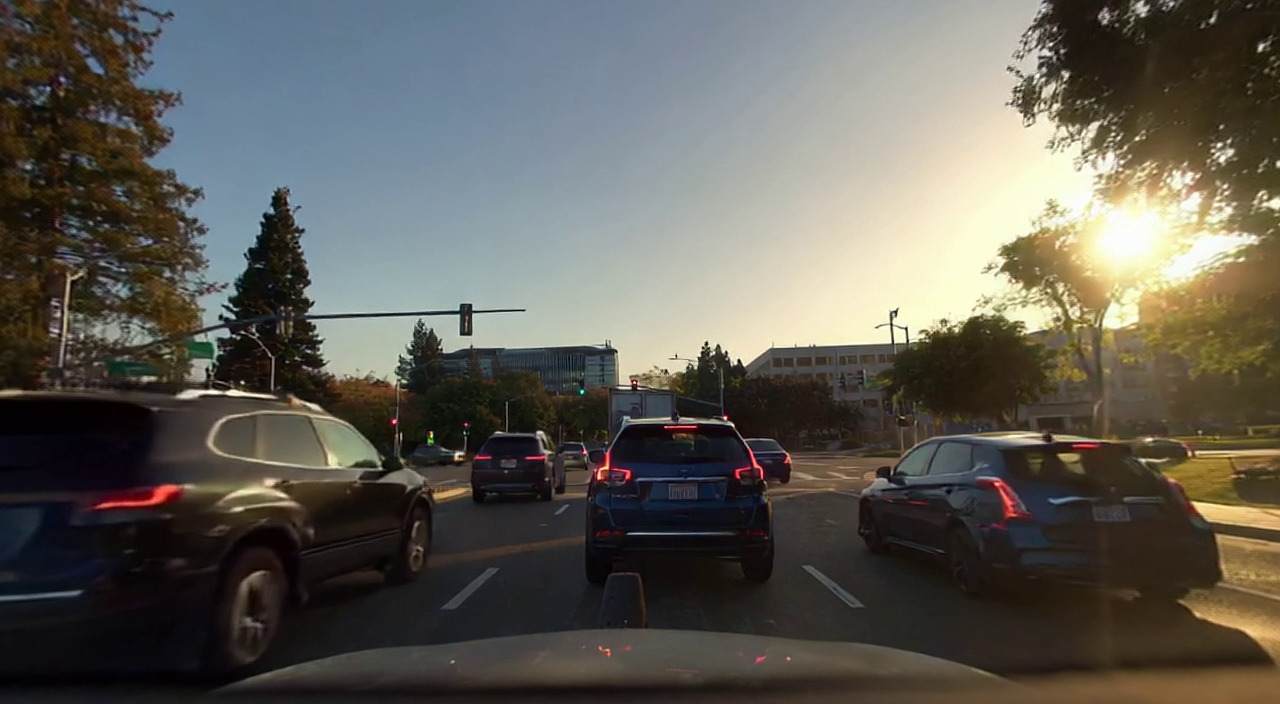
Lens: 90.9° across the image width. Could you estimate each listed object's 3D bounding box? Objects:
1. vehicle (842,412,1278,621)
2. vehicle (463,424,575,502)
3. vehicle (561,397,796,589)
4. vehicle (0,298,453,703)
[{"bbox_3d":[3.902,1.562,6.929,1.954,1.592,3.992,0,-8,-1],"label":"vehicle"},{"bbox_3d":[-3.121,2.998,17.436,2.054,1.814,4.941,0,-8,1],"label":"vehicle"},{"bbox_3d":[0.374,1.630,8.091,2.172,1.764,4.338,0,-8,1],"label":"vehicle"},{"bbox_3d":[-3.195,1.063,4.568,2.209,1.828,4.847,0,-8,0],"label":"vehicle"}]
